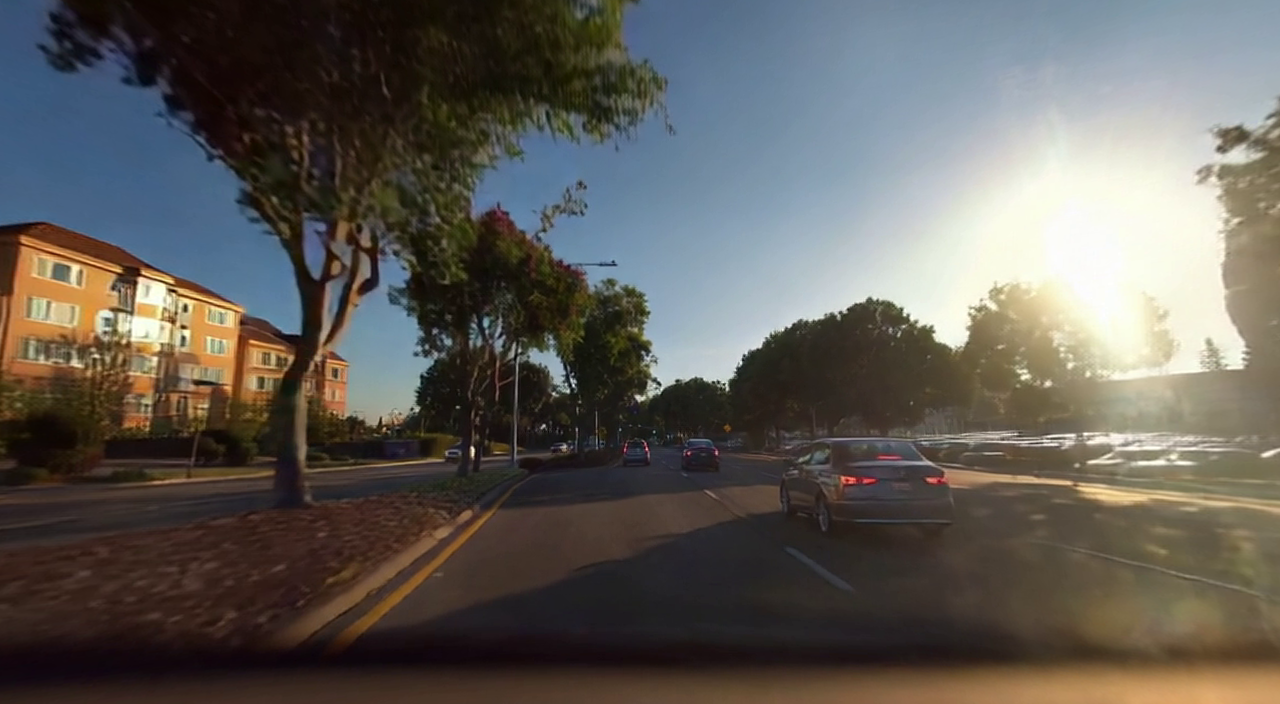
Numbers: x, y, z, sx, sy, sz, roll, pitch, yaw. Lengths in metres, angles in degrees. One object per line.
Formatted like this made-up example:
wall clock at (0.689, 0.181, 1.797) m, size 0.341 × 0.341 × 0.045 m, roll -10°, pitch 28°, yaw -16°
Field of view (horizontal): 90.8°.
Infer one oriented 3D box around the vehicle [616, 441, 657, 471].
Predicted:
vehicle at (-0.234, 5.540, 33.875) m, size 2.095 × 1.456 × 3.873 m, roll 0°, pitch -8°, yaw -2°

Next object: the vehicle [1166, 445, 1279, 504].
vehicle at (17.595, 3.437, 18.162) m, size 4.044 × 1.487 × 1.977 m, roll 3°, pitch -9°, yaw -22°

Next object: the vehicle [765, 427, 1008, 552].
vehicle at (3.518, 2.043, 10.198) m, size 1.953 × 1.514 × 4.672 m, roll 0°, pitch -8°, yaw -1°

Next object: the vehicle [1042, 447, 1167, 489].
vehicle at (17.625, 4.353, 23.975) m, size 4.099 × 1.413 × 1.978 m, roll 4°, pitch -9°, yaw -25°

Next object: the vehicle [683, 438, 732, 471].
vehicle at (3.528, 5.472, 33.881) m, size 2.041 × 1.611 × 4.426 m, roll 0°, pitch -8°, yaw -1°
